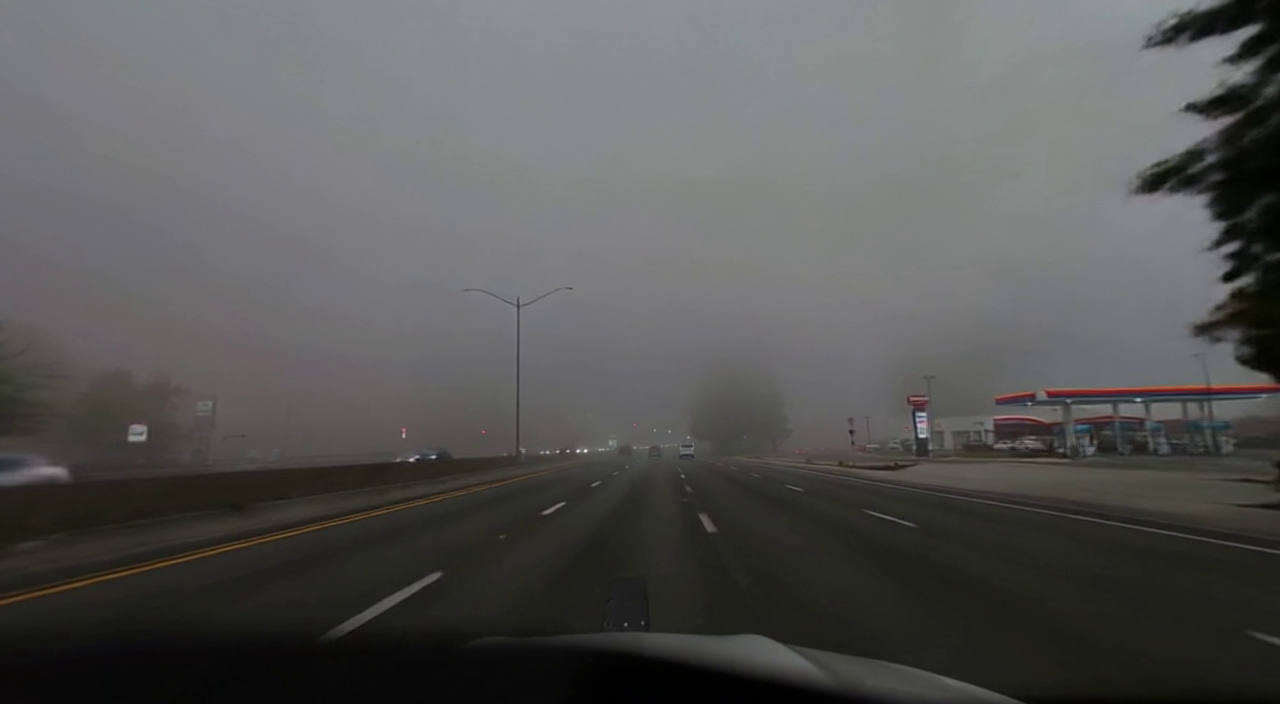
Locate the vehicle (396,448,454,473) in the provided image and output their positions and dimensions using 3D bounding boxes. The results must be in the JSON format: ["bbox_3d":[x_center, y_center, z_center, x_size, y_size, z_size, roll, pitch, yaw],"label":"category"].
[{"bbox_3d":[-13.464,6.806,39.733,1.807,1.477,4.491,-1,-9,3],"label":"vehicle"}]
